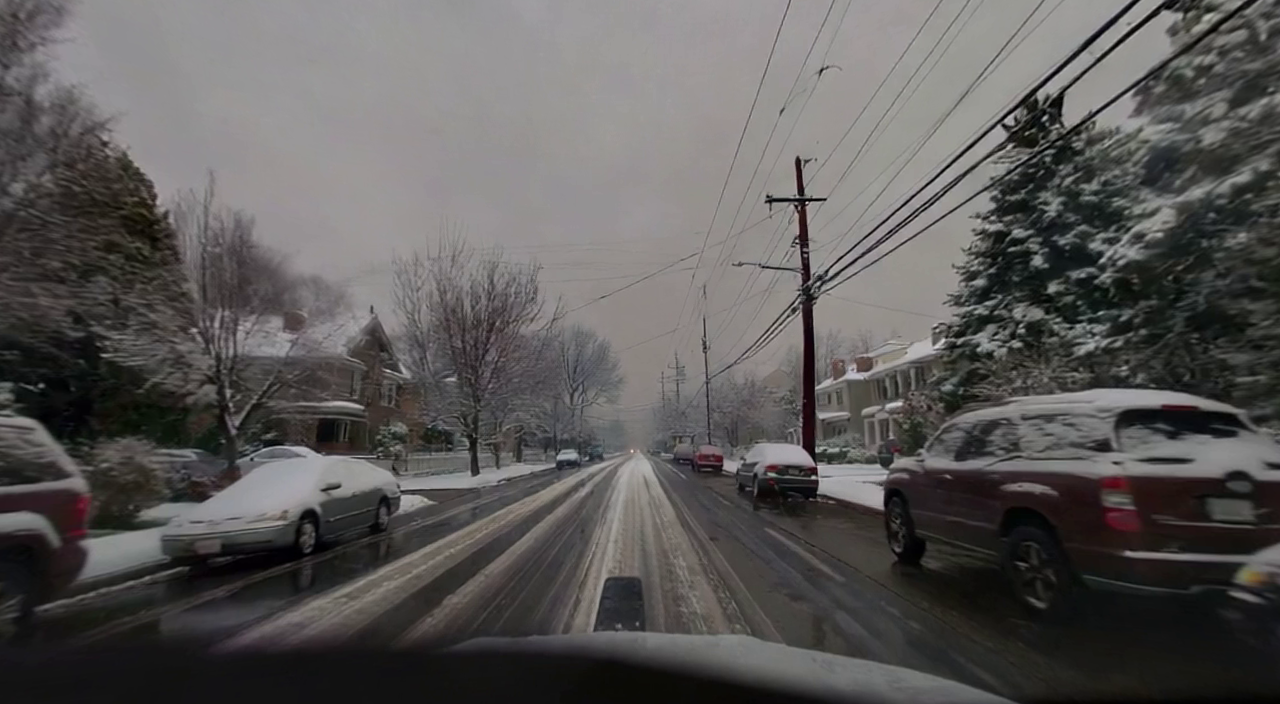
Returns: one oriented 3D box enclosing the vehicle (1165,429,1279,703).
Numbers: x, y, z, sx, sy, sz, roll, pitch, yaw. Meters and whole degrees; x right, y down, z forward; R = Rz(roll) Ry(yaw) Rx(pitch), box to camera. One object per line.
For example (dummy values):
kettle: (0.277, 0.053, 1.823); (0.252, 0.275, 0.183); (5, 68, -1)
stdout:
vehicle: (3.993, 0.852, 1.380); (1.776, 1.440, 4.525); (0, -9, 0)

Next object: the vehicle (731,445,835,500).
vehicle: (4.227, 3.644, 19.606); (1.936, 1.464, 5.141); (0, -9, -1)

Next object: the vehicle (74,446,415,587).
vehicle: (-5.702, 2.372, 10.364); (2.011, 1.465, 5.686); (-3, -8, 0)

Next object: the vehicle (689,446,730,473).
vehicle: (4.299, 6.726, 39.801); (2.020, 1.558, 3.925); (1, -9, -2)

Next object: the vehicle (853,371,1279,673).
vehicle: (4.201, 1.431, 6.572); (2.105, 1.836, 5.278); (0, -9, 0)

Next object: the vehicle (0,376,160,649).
vehicle: (-5.663, 1.102, 3.848); (2.060, 1.987, 4.815); (-2, -8, -6)
